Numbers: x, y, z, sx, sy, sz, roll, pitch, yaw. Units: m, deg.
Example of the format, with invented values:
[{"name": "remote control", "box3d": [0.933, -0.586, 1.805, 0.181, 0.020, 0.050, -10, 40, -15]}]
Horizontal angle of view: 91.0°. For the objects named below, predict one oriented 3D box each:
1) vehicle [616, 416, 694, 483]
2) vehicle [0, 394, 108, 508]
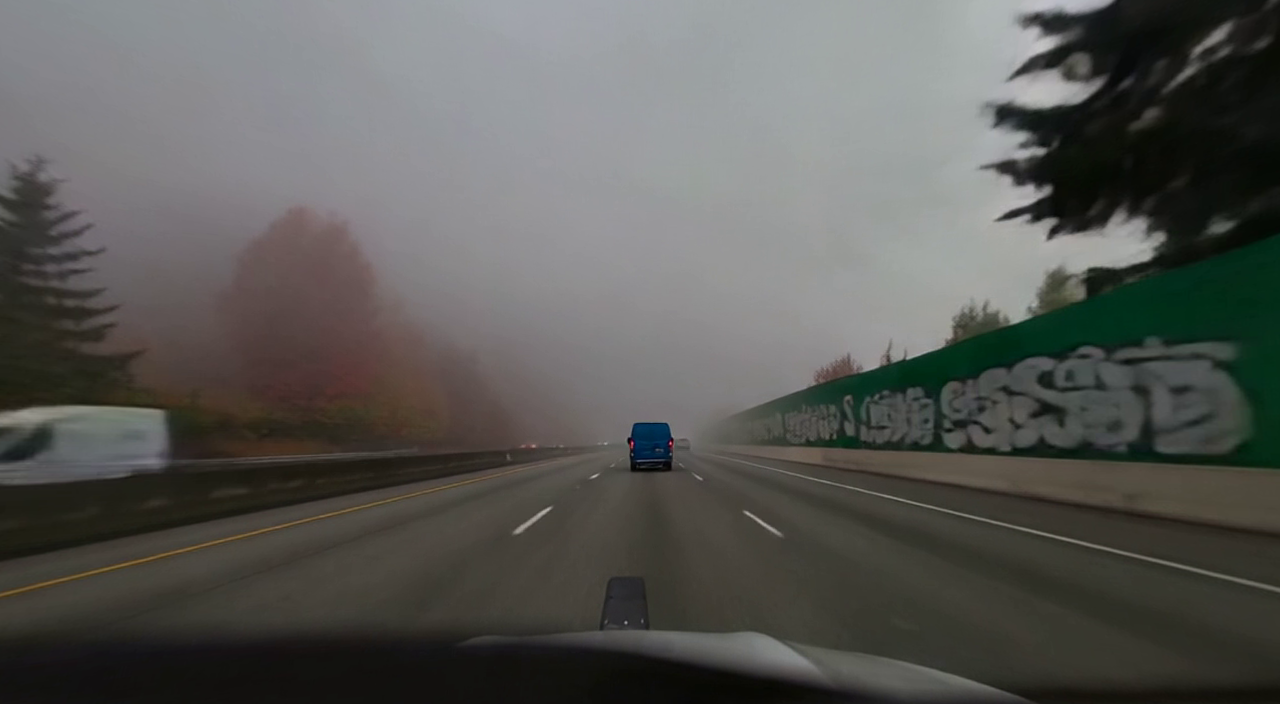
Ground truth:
[{"name": "vehicle", "box3d": [0.436, 3.194, 20.835, 2.283, 1.956, 4.421, 0, -8, 0]}, {"name": "vehicle", "box3d": [-16.471, 2.357, 14.898, 2.356, 2.698, 5.982, 0, -8, 1]}]
